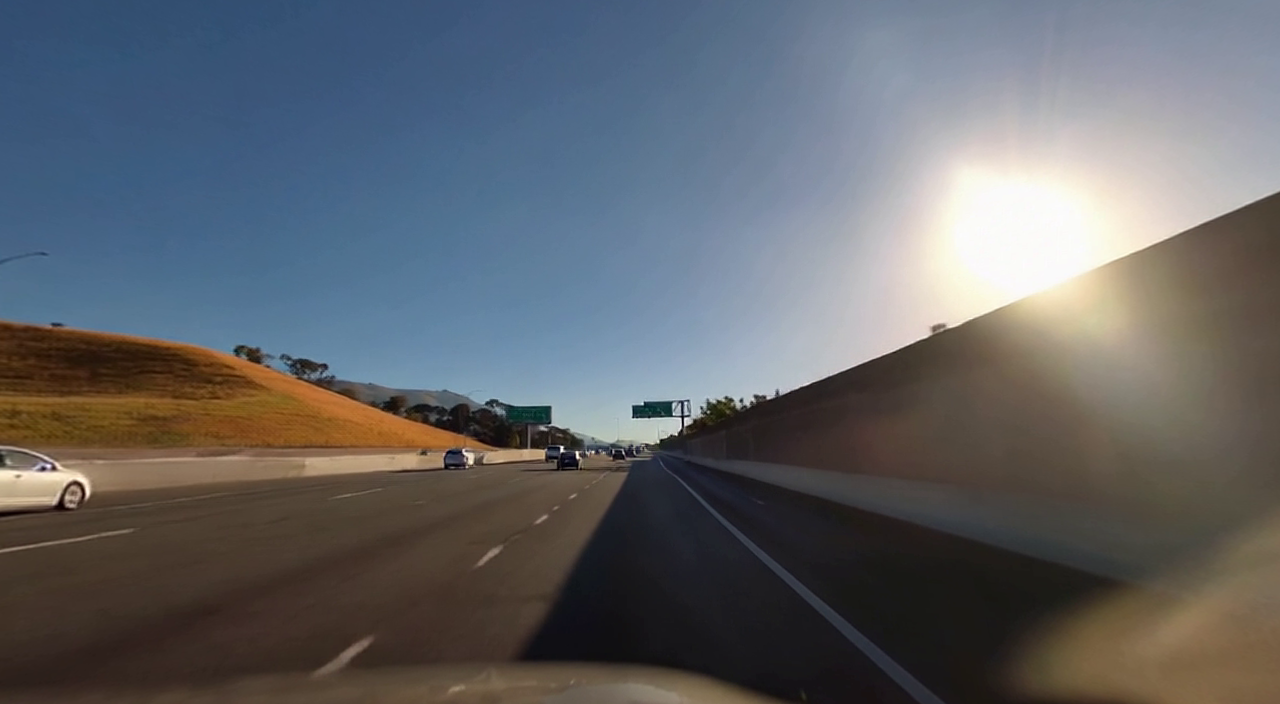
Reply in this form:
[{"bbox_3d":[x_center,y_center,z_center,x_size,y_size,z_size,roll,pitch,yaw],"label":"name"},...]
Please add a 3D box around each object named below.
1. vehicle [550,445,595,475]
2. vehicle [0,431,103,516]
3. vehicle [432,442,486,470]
[{"bbox_3d":[-3.595,5.848,34.341,1.931,1.492,4.076,0,-8,1],"label":"vehicle"},{"bbox_3d":[-13.307,2.316,12.031,2.035,1.630,4.527,0,-8,2],"label":"vehicle"},{"bbox_3d":[-12.167,6.983,42.716,2.076,1.766,4.831,0,-8,2],"label":"vehicle"}]
